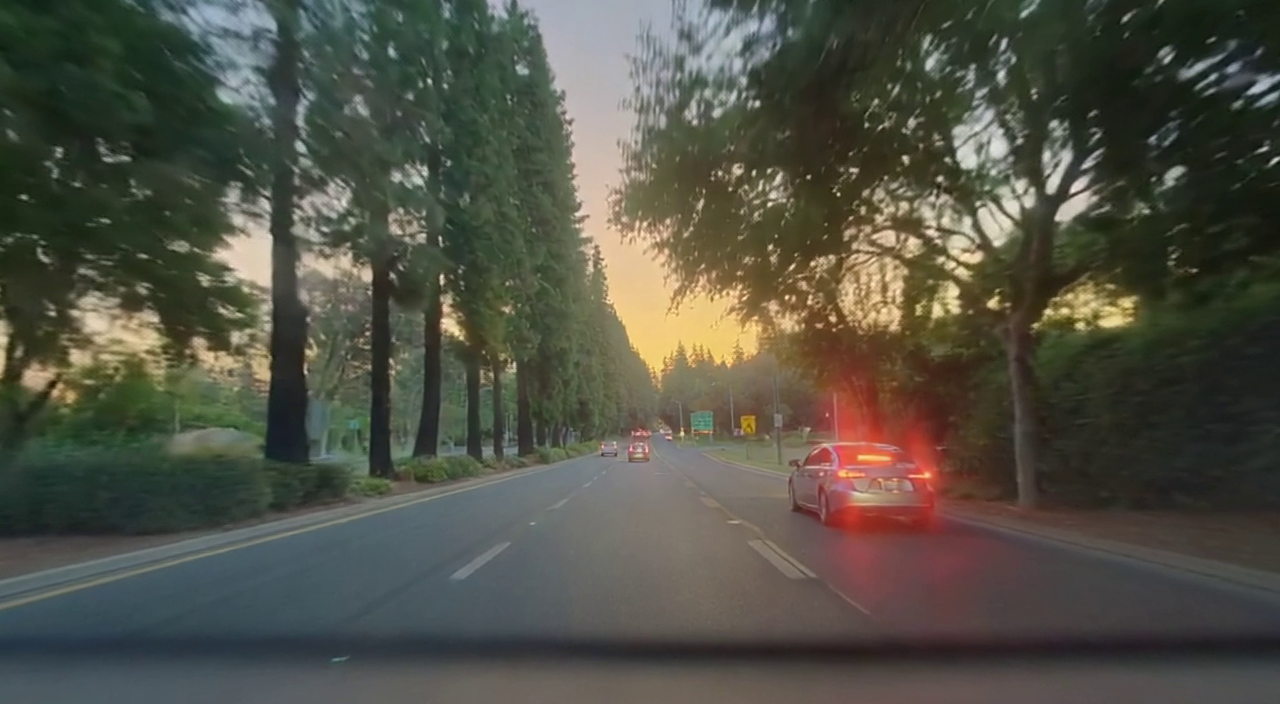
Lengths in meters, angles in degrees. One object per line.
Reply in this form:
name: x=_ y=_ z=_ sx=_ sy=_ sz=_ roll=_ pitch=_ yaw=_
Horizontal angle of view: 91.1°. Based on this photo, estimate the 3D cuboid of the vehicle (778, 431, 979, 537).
vehicle: x=3.971 y=2.267 z=11.390 sx=1.913 sy=1.516 sz=4.322 roll=0 pitch=-9 yaw=0

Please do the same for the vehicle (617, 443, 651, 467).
vehicle: x=-0.361 y=7.102 z=43.316 sx=2.095 sy=1.548 sz=4.264 roll=-1 pitch=-9 yaw=2
